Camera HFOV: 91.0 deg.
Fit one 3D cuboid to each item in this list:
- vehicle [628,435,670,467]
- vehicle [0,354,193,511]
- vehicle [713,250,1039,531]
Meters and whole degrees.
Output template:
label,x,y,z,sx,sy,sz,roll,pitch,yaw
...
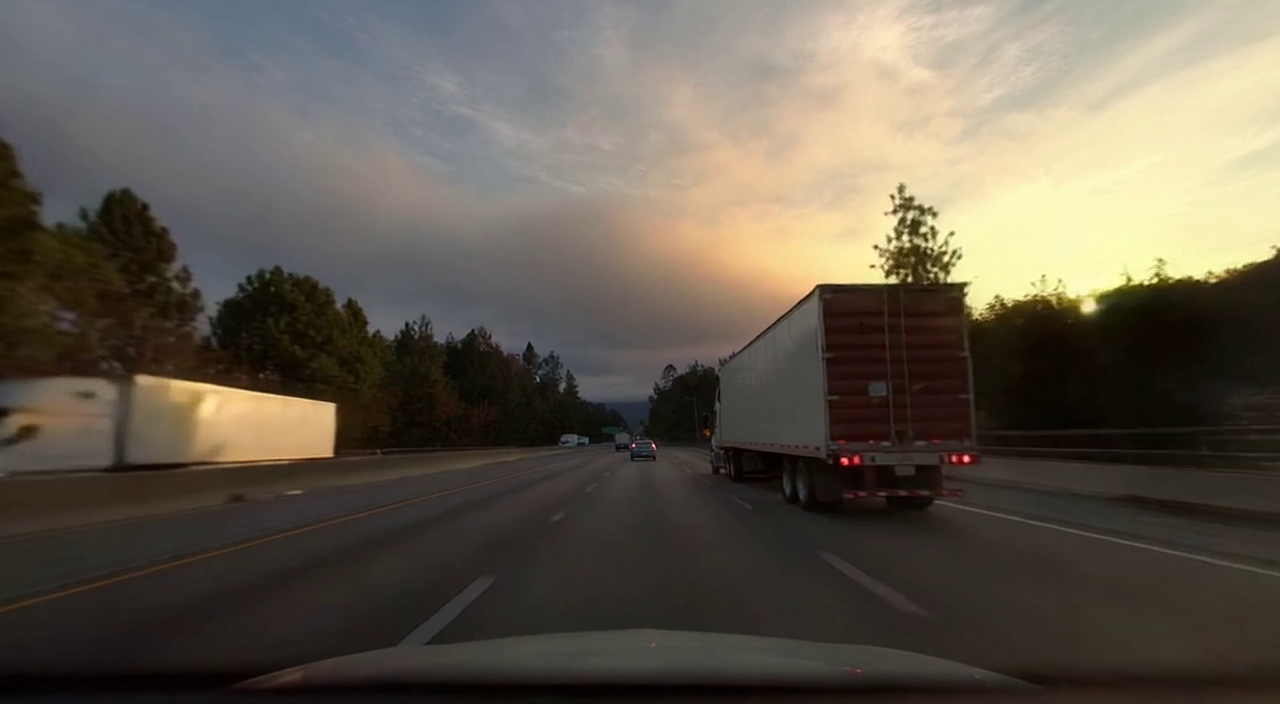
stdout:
label,x,y,z,sx,sy,sz,roll,pitch,yaw
vehicle,0.429,5.434,34.716,2.139,1.607,4.034,0,-8,-1
vehicle,-18.849,2.631,20.398,3.210,4.212,7.175,0,-8,0
vehicle,4.225,1.495,16.321,3.005,4.131,14.221,0,-8,0
